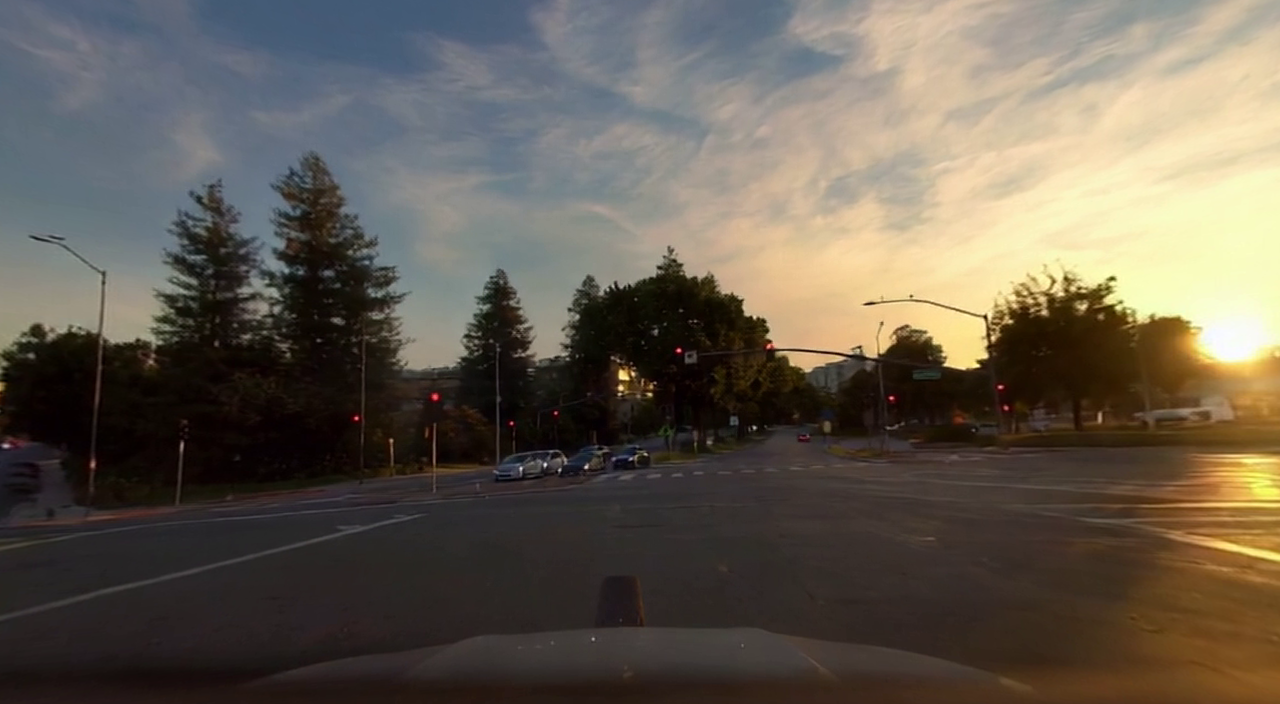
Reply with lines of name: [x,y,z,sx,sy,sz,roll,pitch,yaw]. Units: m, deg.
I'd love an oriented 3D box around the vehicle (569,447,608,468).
vehicle: [-3.608,7.500,45.018,2.049,1.439,4.103,-1,-9,5]

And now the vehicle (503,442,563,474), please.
vehicle: [-7.332,7.352,44.161,2.557,2.015,5.959,-1,-9,7]
